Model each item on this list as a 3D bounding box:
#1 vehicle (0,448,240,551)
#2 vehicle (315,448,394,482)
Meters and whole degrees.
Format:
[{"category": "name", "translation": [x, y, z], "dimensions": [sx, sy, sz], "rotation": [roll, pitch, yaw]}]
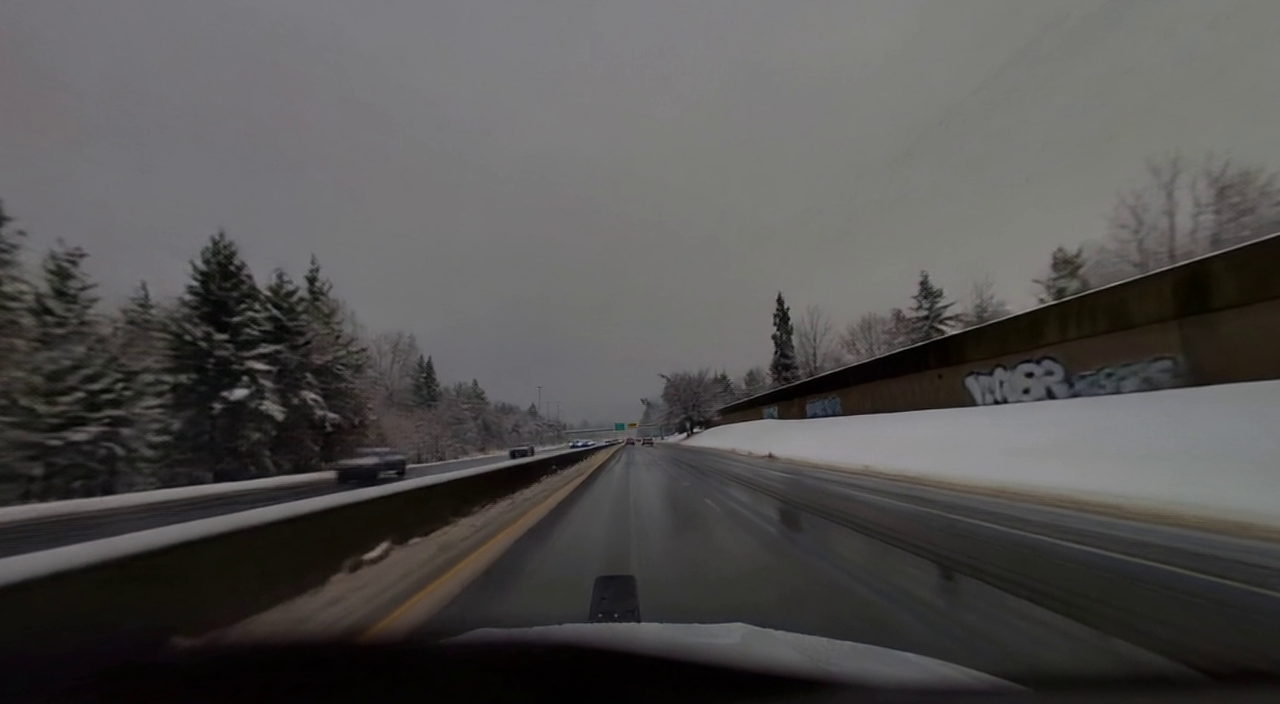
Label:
[{"category": "vehicle", "translation": [-9.061, 2.414, 10.968], "dimensions": [1.844, 1.426, 3.534], "rotation": [0, -8, 0]}, {"category": "vehicle", "translation": [-13.807, 5.449, 30.772], "dimensions": [1.883, 1.438, 4.378], "rotation": [0, -8, -1]}]
